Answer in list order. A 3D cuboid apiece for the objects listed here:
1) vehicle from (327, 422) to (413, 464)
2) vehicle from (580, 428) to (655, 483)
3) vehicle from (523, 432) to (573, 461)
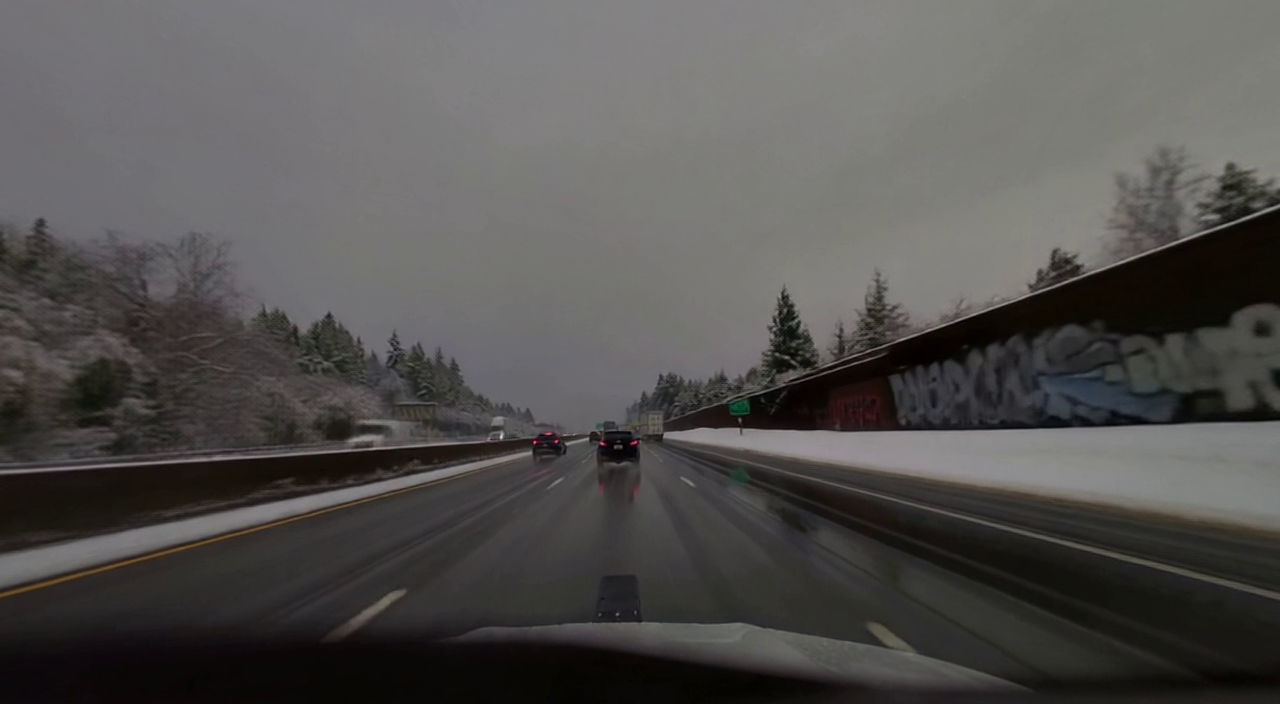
[{"bbox_3d":[-13.417,4.565,31.687,2.115,1.912,5.144,0,-8,-1],"label":"vehicle"},{"bbox_3d":[-0.648,3.090,19.116,2.044,1.477,3.693,0,-8,-1],"label":"vehicle"},{"bbox_3d":[-4.876,5.080,33.896,2.022,1.440,4.491,0,-8,0],"label":"vehicle"}]
